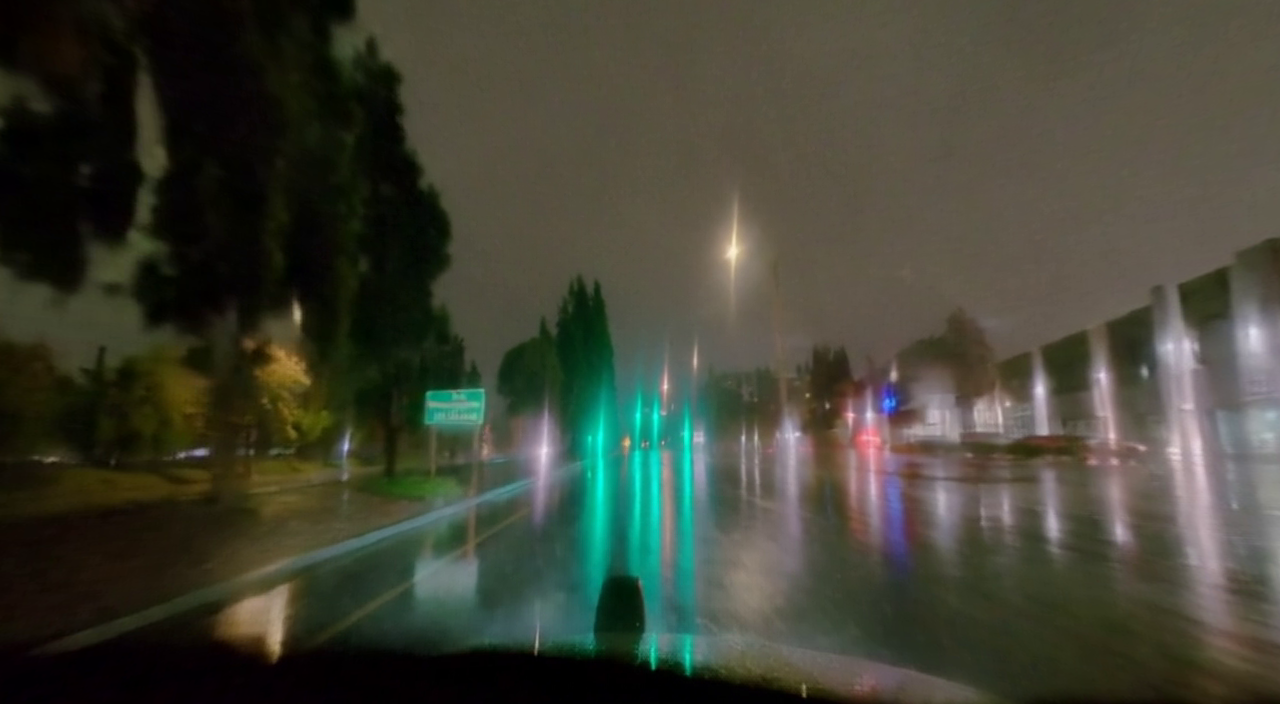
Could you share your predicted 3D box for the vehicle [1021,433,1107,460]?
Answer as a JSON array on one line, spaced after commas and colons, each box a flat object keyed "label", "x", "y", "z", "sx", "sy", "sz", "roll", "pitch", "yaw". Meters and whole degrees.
[{"label": "vehicle", "x": 30.434, "y": 6.767, "z": 45.425, "sx": 4.633, "sy": 1.754, "sz": 2.017, "roll": -2, "pitch": -8, "yaw": 1}]

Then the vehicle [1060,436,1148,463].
[{"label": "vehicle", "x": 31.320, "y": 6.567, "z": 42.743, "sx": 4.279, "sy": 1.743, "sz": 2.003, "roll": 0, "pitch": -8, "yaw": 5}]
